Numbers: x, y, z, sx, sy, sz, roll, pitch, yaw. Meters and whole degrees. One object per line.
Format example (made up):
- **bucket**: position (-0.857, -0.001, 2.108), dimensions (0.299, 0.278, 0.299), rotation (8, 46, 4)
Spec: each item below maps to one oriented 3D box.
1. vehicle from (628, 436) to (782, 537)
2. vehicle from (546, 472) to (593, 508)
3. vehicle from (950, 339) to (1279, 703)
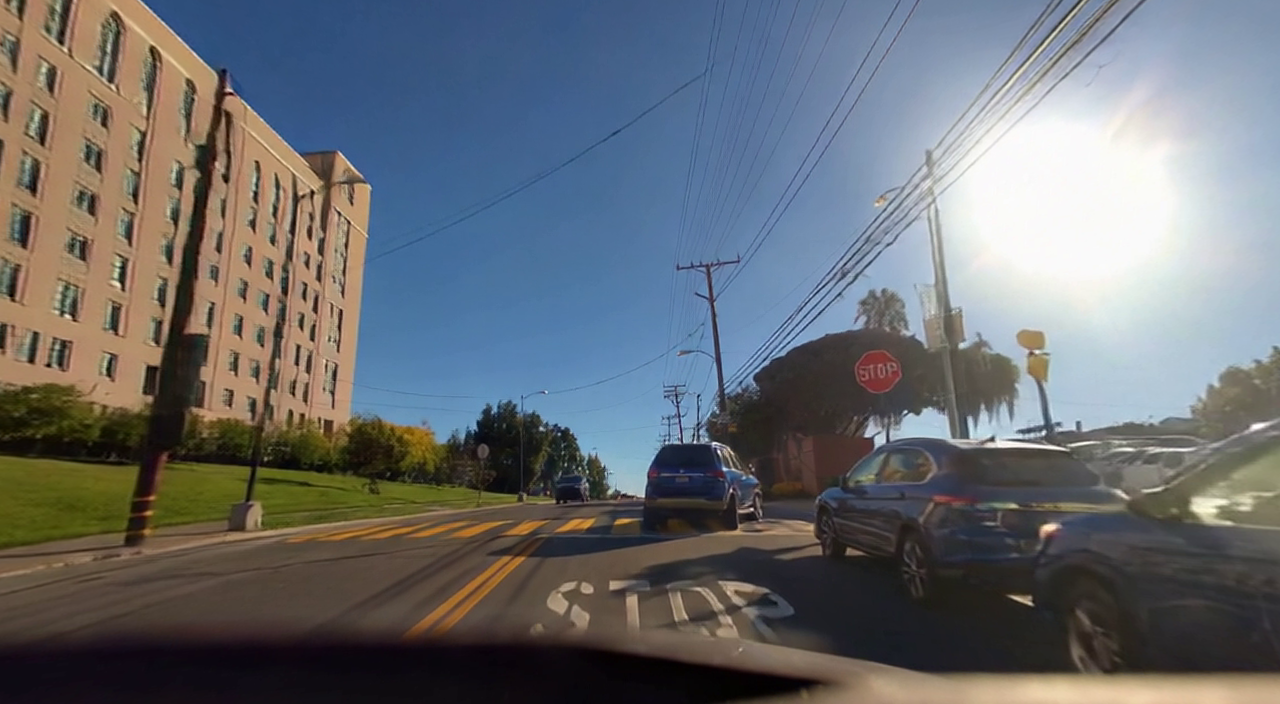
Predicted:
- **vehicle**: position (1.671, 2.833, 14.158), dimensions (2.214, 1.789, 4.872), rotation (-3, -9, 20)
- **vehicle**: position (-3.538, 7.011, 32.339), dimensions (1.911, 1.563, 4.057), rotation (0, -8, 0)
- **vehicle**: position (3.309, 0.821, 2.230), dimensions (2.039, 1.731, 4.428), rotation (0, -8, -2)
